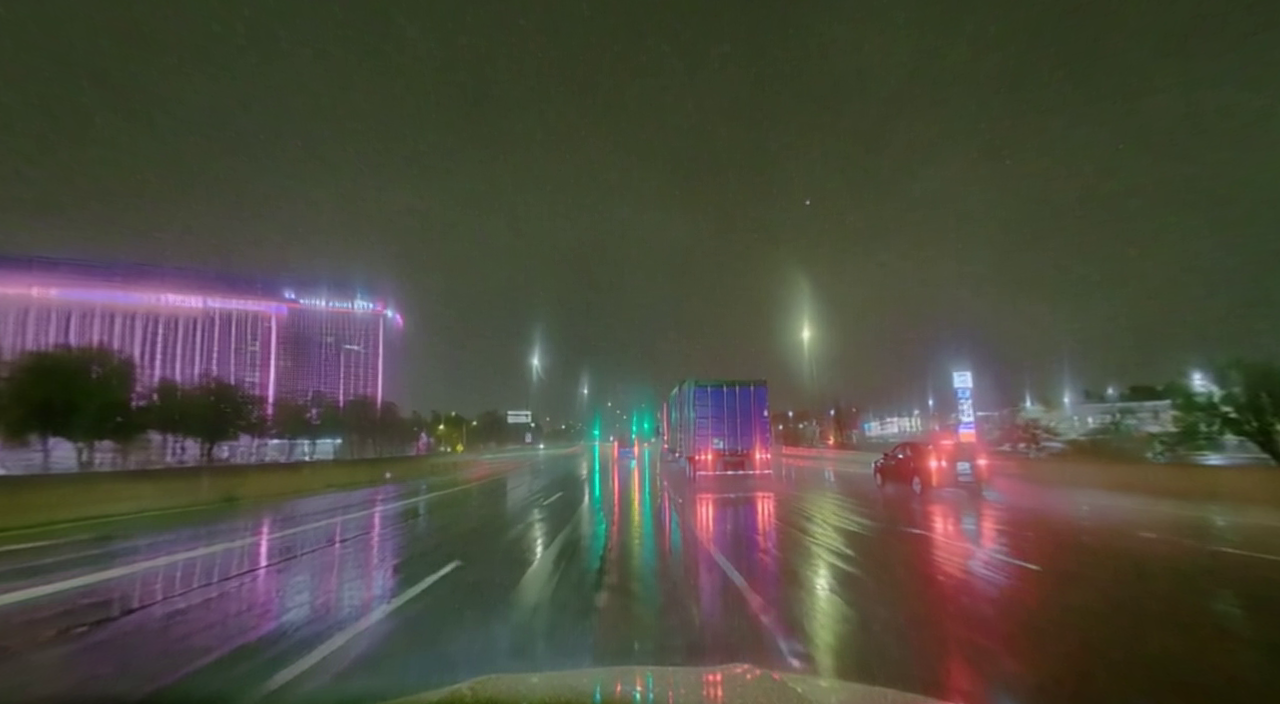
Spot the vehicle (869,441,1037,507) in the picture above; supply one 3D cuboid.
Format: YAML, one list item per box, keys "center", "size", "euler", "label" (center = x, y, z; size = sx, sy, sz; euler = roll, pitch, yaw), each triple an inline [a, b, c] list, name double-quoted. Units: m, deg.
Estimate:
- center: [8.055, 3.150, 16.877]
  size: [2.105, 1.494, 4.537]
  euler: [0, -9, -1]
  label: "vehicle"

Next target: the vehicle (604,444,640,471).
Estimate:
- center: [-0.964, 5.865, 35.444]
  size: [1.929, 1.395, 3.999]
  euler: [0, -9, -1]
  label: "vehicle"

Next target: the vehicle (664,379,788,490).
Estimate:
- center: [2.785, 3.286, 24.557]
  size: [2.934, 3.325, 10.986]
  euler: [0, -9, -2]
  label: "vehicle"
